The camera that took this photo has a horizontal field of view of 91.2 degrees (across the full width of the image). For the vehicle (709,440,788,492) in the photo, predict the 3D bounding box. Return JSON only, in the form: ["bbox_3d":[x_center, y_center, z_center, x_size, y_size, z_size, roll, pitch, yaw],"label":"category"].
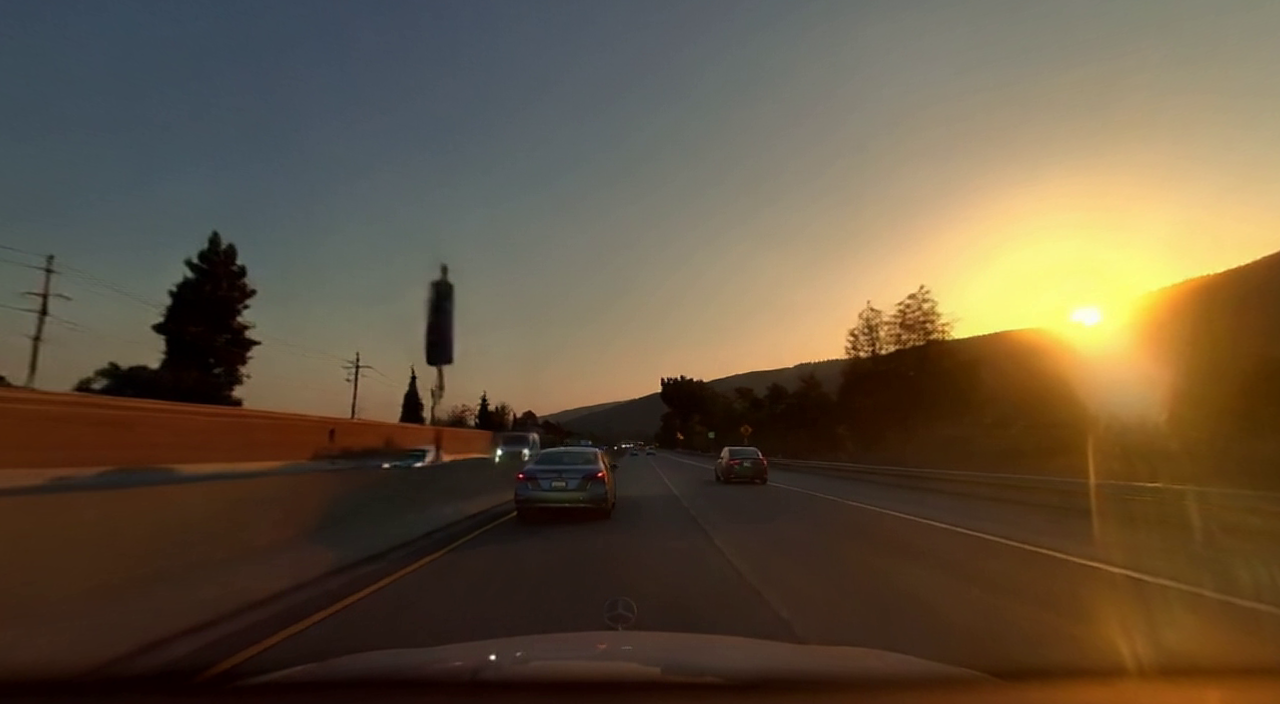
[{"bbox_3d":[3.501,3.749,20.932,1.910,1.554,3.718,0,-9,-1],"label":"vehicle"}]

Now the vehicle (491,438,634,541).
[{"bbox_3d":[-1.153,2.347,11.327,2.013,1.479,4.169,0,-9,1],"label":"vehicle"}]

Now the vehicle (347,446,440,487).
[{"bbox_3d":[-9.846,4.593,25.486,1.903,1.510,4.561,0,-9,0],"label":"vehicle"}]
